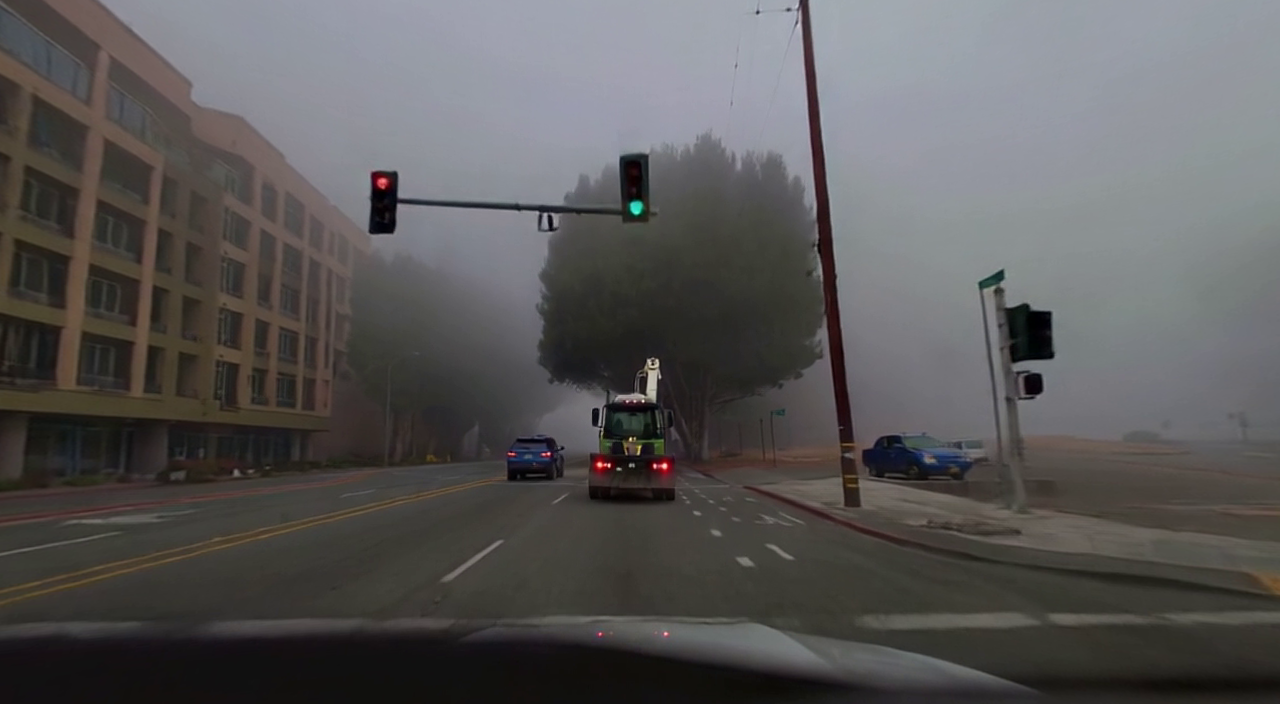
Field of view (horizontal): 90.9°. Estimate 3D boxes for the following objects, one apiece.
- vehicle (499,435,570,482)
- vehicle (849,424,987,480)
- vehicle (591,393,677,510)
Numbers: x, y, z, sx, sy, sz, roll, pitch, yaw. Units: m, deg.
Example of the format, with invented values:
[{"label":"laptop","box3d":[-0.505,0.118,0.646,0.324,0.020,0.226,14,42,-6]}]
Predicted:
[{"label":"vehicle","box3d":[-4.063,4.177,25.034,2.081,1.688,4.235,0,-9,0]},{"label":"vehicle","box3d":[9.893,3.618,22.976,2.186,1.783,4.716,1,-9,-11]},{"label":"vehicle","box3d":[-0.381,3.777,24.419,2.552,3.461,11.044,0,-8,-2]}]
